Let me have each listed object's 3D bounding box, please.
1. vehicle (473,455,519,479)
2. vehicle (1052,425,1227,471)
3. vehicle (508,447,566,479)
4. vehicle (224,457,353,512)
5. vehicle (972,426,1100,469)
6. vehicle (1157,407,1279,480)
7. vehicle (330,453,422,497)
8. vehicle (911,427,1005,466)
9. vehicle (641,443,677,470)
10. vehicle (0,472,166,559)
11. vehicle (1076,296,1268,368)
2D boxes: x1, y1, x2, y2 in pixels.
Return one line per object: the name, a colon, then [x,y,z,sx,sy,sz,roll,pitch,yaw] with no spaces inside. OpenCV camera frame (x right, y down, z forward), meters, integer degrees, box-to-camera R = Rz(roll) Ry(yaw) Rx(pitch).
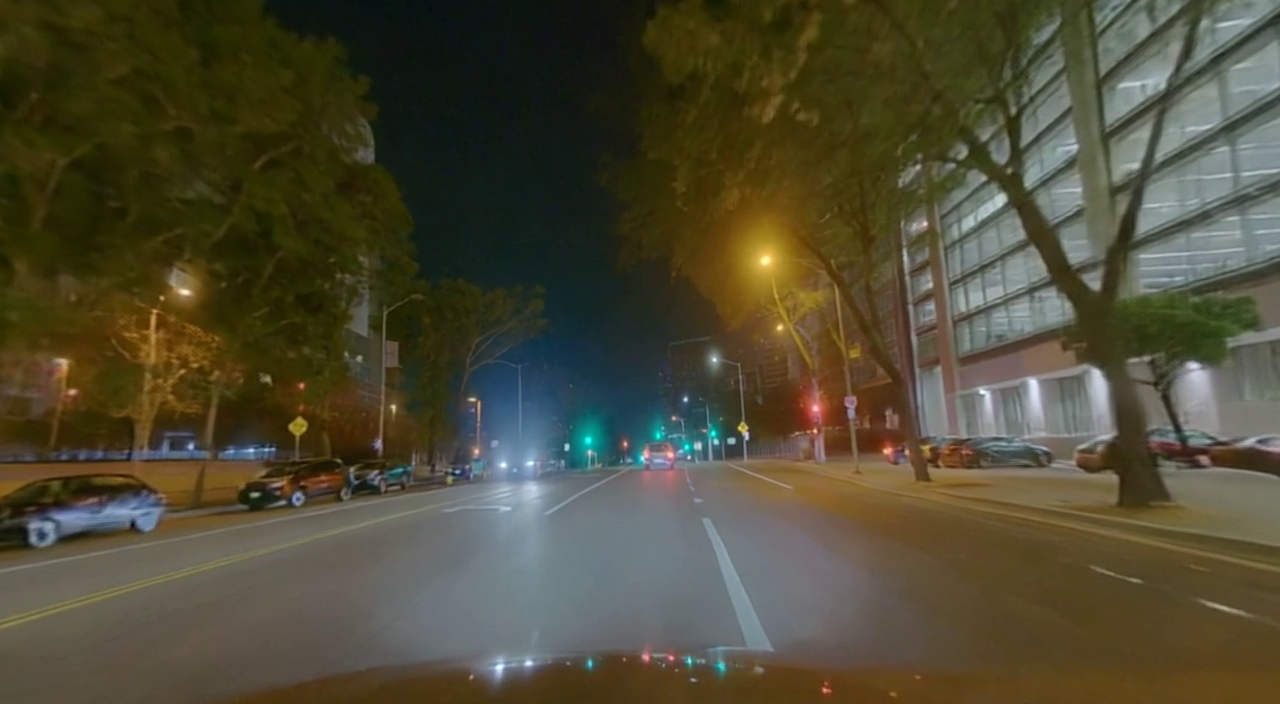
vehicle: [-10.695,8.552,47.279,2.079,1.406,4.609,-4,-8,4]
vehicle: [16.182,3.136,20.703,3.620,1.412,2.472,-1,-8,4]
vehicle: [-5.245,5.693,32.693,1.993,1.463,4.265,-1,-8,5]
vehicle: [-12.313,4.620,22.498,1.997,1.668,4.084,-1,-8,4]
vehicle: [16.217,3.931,26.057,3.922,1.420,1.784,-5,-9,3]
vehicle: [16.143,2.086,15.293,5.029,1.573,2.050,-7,-10,15]
vehicle: [-11.907,5.541,28.874,2.016,1.627,4.742,-3,-8,3]
vehicle: [15.793,4.750,31.560,3.528,1.431,1.977,-8,-11,5]
vehicle: [1.206,6.207,37.750,2.051,1.454,4.132,-1,-8,3]
vehicle: [-12.764,3.458,13.899,1.646,1.462,3.740,0,-8,2]
vehicle: [15.330,-0.539,18.407,3.766,1.708,1.810,-1,-9,4]
